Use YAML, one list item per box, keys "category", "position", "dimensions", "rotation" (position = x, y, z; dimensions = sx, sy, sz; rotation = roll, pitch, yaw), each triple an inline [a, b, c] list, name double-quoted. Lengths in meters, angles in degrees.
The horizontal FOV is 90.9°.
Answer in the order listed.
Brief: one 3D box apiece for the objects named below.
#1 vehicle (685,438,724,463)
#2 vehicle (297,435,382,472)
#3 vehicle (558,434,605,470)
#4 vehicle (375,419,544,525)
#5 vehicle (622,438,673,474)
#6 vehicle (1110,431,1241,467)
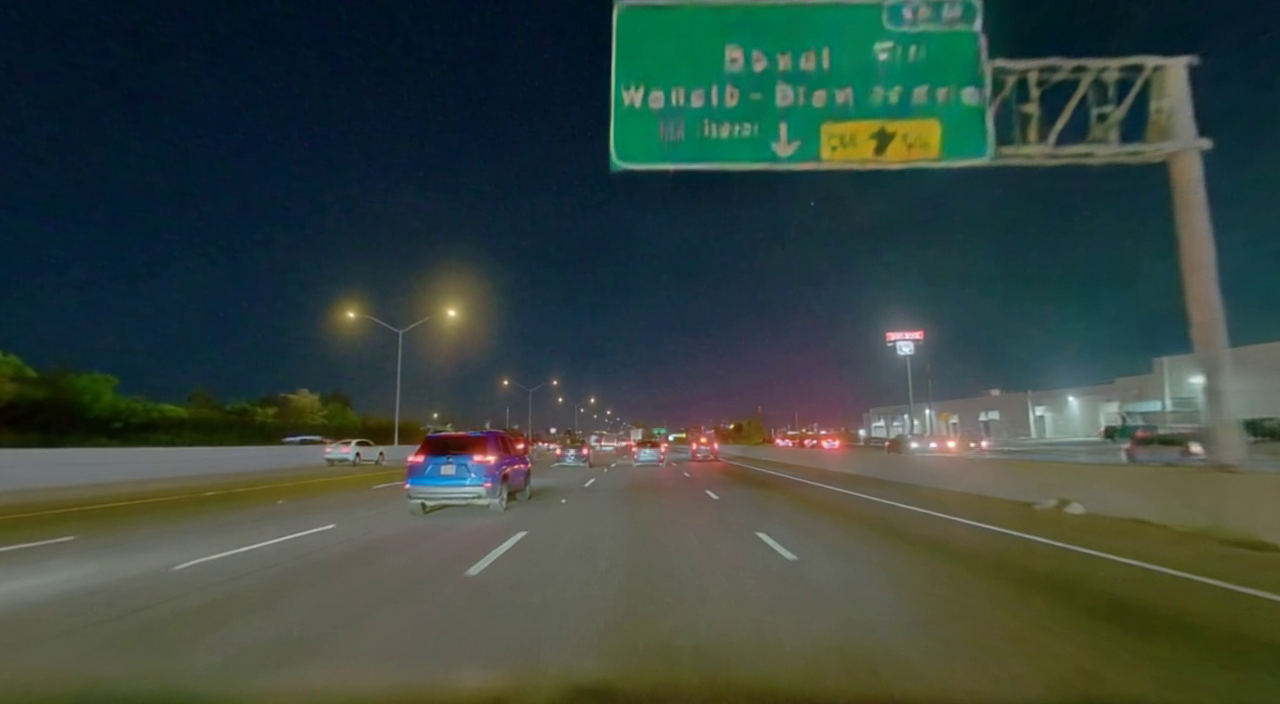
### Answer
- category: "vehicle"
  position: [4.087, 6.372, 40.805]
  dimensions: [1.980, 1.492, 4.442]
  rotation: [0, -8, -1]
- category: "vehicle"
  position: [-15.033, 5.116, 31.896]
  dimensions: [2.011, 1.708, 4.556]
  rotation: [0, -8, 1]
- category: "vehicle"
  position: [-2.954, 5.173, 32.908]
  dimensions: [2.007, 1.730, 4.412]
  rotation: [0, -8, 0]
- category: "vehicle"
  position: [-3.264, 2.275, 12.494]
  dimensions: [1.961, 1.687, 4.453]
  rotation: [0, -8, 1]
- category: "vehicle"
  position: [0.311, 4.573, 27.975]
  dimensions: [2.090, 1.474, 3.970]
  rotation: [0, -8, 0]
- category: "vehicle"
  position: [23.086, 4.205, 27.459]
  dimensions: [1.809, 1.431, 4.430]
  rotation: [0, -8, 0]
